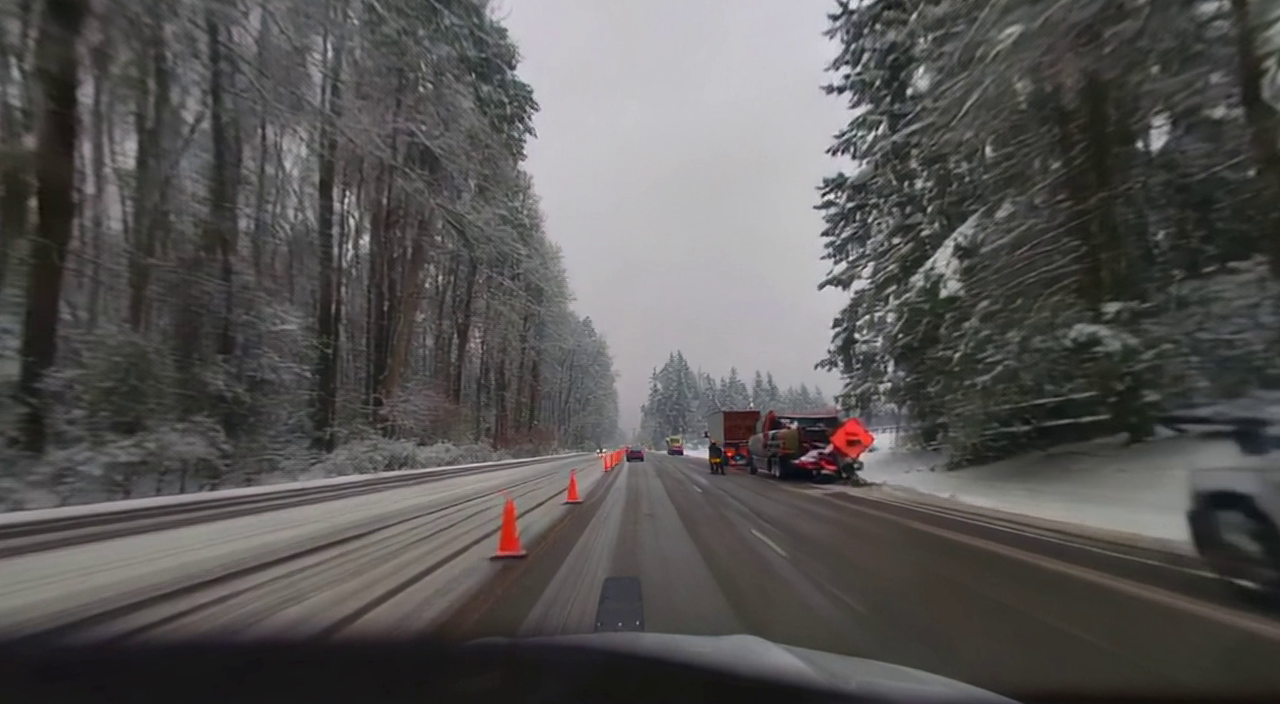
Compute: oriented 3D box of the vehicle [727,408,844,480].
[{"bbox_3d":[6.388,4.125,28.362,2.390,2.899,4.603,6,-10,-35],"label":"vehicle"}]
